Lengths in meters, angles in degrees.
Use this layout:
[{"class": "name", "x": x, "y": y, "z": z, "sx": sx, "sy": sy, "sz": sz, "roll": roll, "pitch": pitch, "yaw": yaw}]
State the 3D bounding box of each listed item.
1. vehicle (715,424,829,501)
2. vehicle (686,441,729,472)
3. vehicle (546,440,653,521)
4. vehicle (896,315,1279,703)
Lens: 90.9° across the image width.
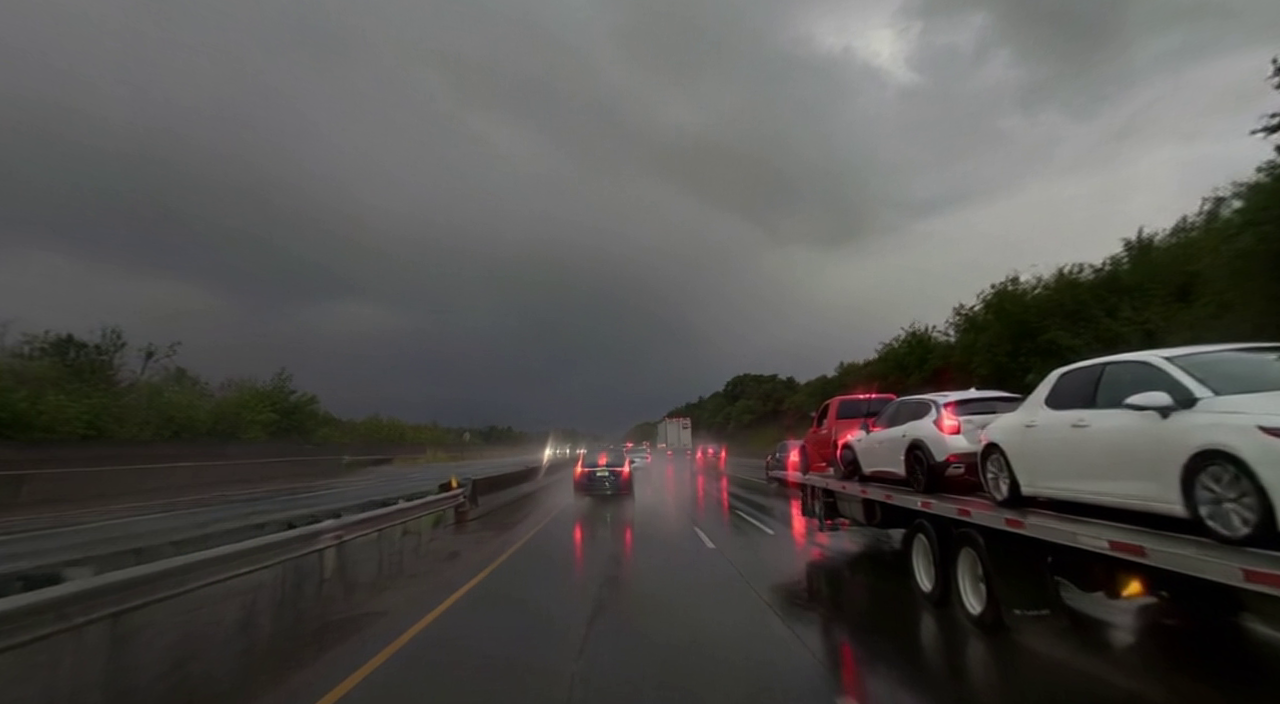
[{"class": "vehicle", "x": 3.534, "y": 3.078, "z": 17.749, "sx": 2.303, "sy": 1.889, "sz": 3.920, "roll": 0, "pitch": -9, "yaw": -1}, {"class": "vehicle", "x": 3.795, "y": 5.996, "z": 36.187, "sx": 1.938, "sy": 1.660, "sz": 4.223, "roll": 0, "pitch": -9, "yaw": -1}, {"class": "vehicle", "x": -0.738, "y": 2.684, "z": 13.588, "sx": 1.991, "sy": 1.466, "sz": 3.675, "roll": 0, "pitch": -9, "yaw": 0}, {"class": "vehicle", "x": 3.457, "y": 0.963, "z": 3.751, "sx": 1.959, "sy": 1.783, "sz": 4.407, "roll": 0, "pitch": -9, "yaw": 0}]
